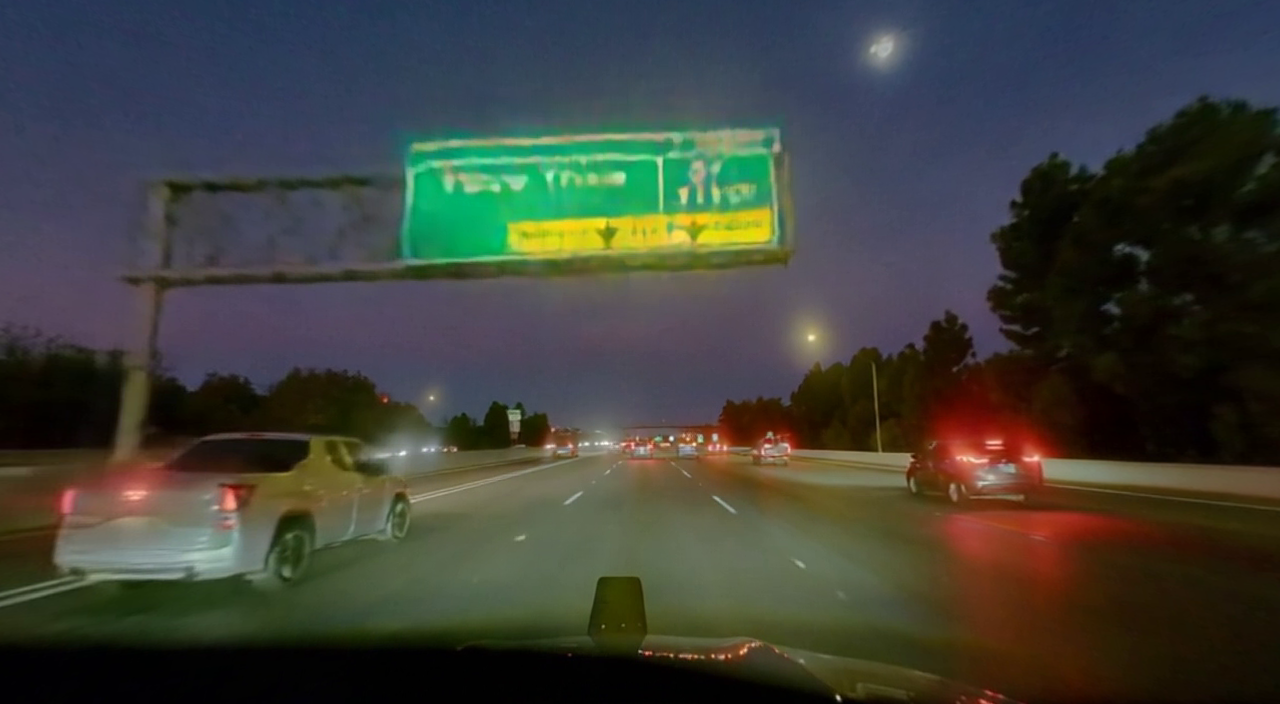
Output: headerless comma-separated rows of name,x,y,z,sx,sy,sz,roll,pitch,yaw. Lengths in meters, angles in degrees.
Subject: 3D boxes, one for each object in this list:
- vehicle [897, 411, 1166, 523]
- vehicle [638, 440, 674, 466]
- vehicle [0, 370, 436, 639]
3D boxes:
vehicle,7.284,2.205,12.607,2.123,1.756,4.959,0,-8,-1
vehicle,0.905,6.104,38.368,2.050,1.452,3.917,0,-8,-1
vehicle,-4.036,1.351,6.630,2.118,1.750,4.875,0,-8,0
